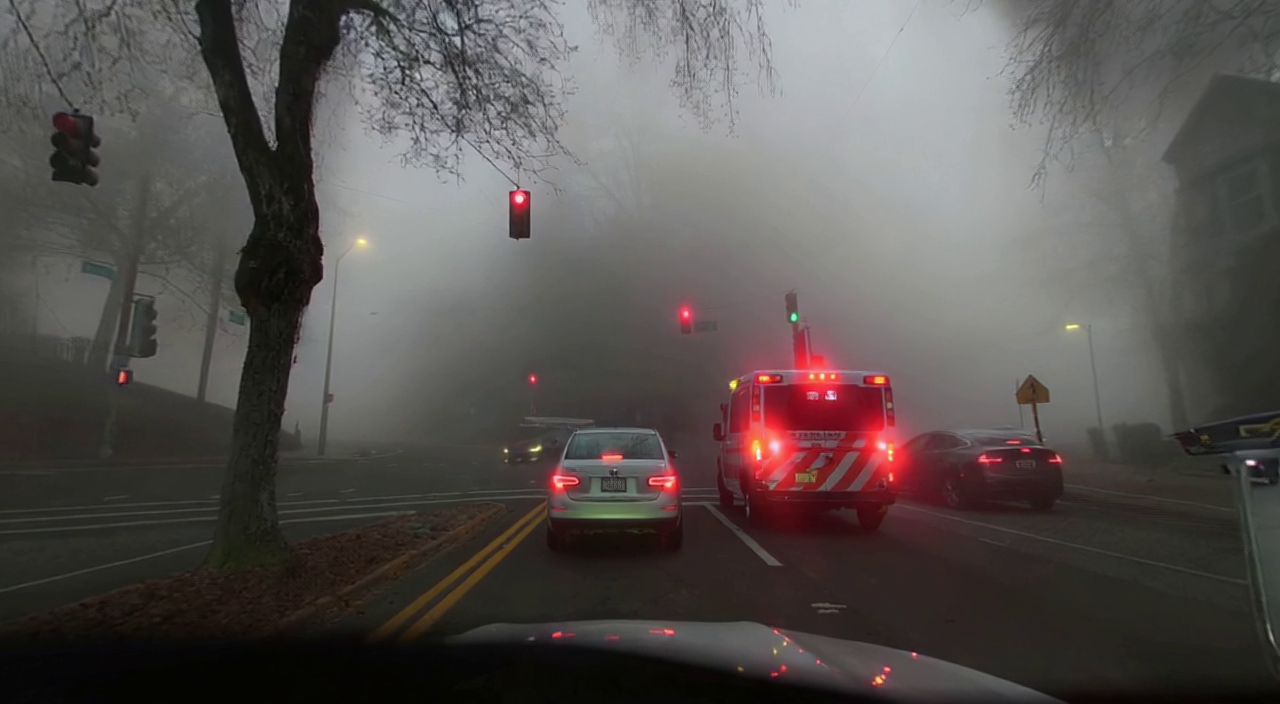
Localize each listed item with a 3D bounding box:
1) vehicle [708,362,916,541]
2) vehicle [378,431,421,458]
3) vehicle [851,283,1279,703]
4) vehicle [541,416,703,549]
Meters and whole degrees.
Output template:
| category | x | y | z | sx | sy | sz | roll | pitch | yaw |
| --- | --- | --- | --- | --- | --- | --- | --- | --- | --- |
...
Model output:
| category | x | y | z | sx | sy | sz | roll | pitch | yaw |
| --- | --- | --- | --- | --- | --- | --- | --- | --- | --- |
| vehicle | 2.891 | 1.884 | 12.368 | 2.406 | 2.687 | 5.521 | 0 | -8 | -1 |
| vehicle | -17.733 | 6.877 | 46.875 | 2.246 | 1.880 | 4.454 | 1 | -8 | -12 |
| vehicle | 2.852 | 0.894 | 2.854 | 2.194 | 1.820 | 4.652 | 0 | -8 | 0 |
| vehicle | -0.268 | 1.977 | 10.189 | 2.114 | 1.707 | 3.725 | 0 | -8 | -1 |
